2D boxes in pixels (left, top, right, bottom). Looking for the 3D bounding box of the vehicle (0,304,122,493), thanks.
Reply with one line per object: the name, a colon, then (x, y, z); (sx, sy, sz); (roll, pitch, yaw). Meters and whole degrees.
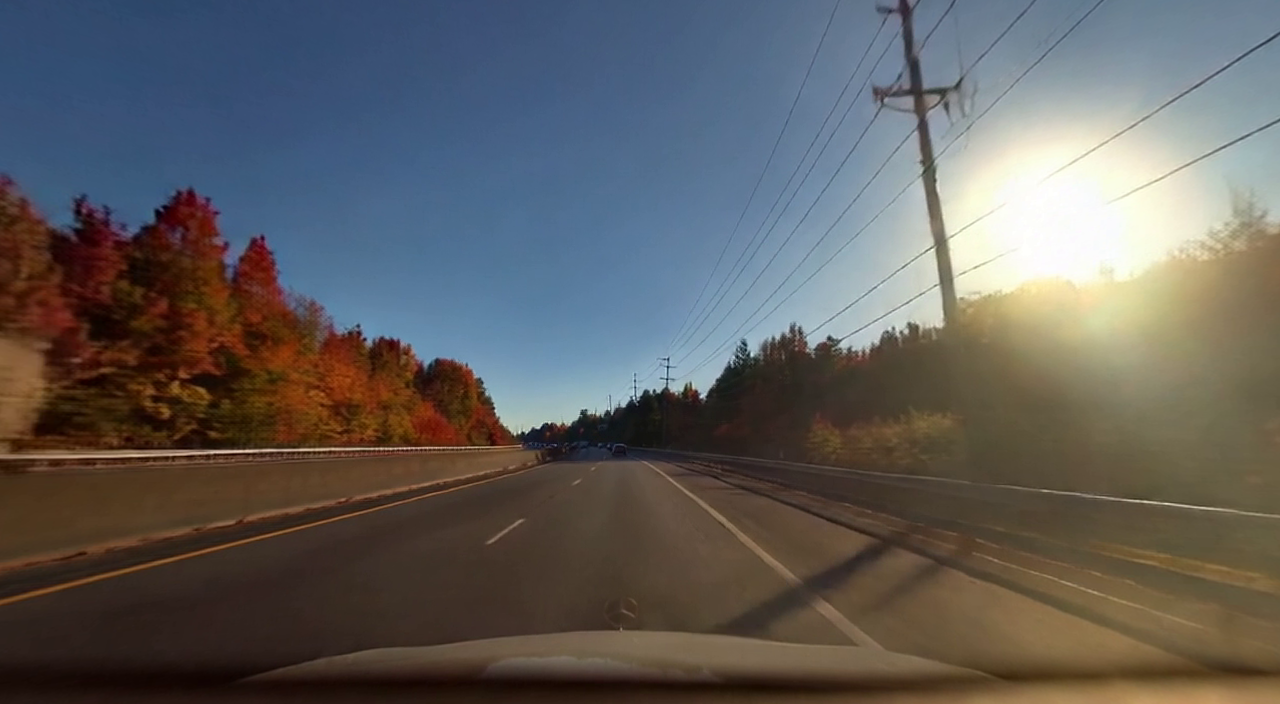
vehicle: (-15.459, 0.429, 9.849); (2.967, 4.109, 13.823); (0, -9, -1)
